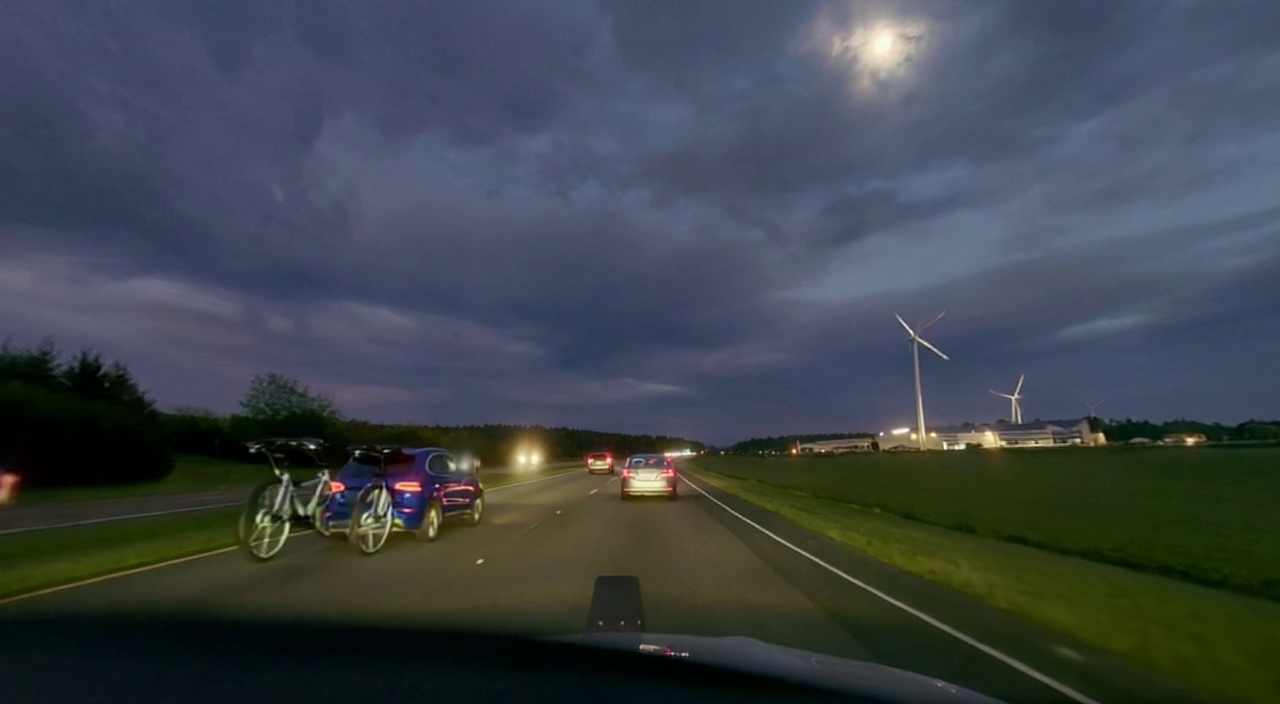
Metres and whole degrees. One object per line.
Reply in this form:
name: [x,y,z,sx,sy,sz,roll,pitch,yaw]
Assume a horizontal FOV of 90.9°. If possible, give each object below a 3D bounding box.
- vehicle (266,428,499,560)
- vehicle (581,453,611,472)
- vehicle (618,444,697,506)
vehicle: [-3.795,2.159,10.240,1.962,1.681,4.033,-1,-9,2]
vehicle: [-3.416,8.727,49.917,2.059,1.455,4.205,0,-9,1]
vehicle: [0.474,3.532,18.487,2.063,1.582,3.955,0,-9,1]
